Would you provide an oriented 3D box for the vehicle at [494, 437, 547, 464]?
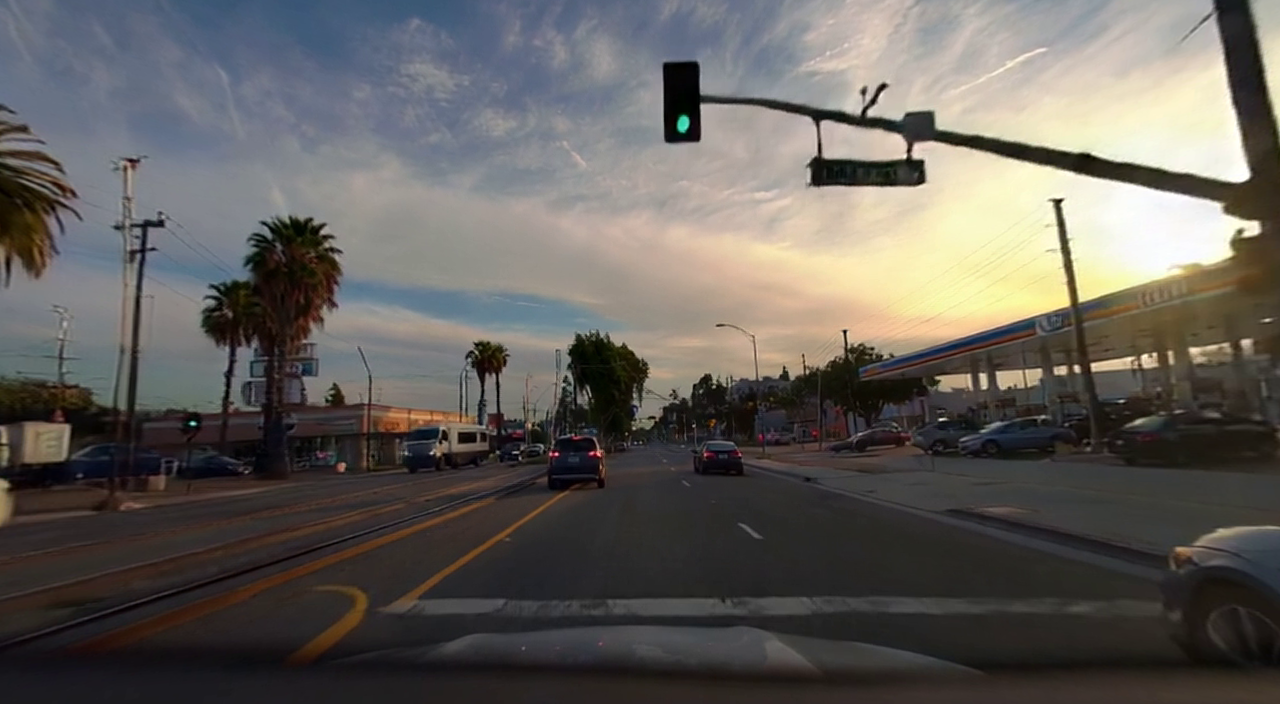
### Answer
[{"bbox_3d":[-8.696,7.254,46.387,2.169,1.853,4.853,-2,-9,10],"label":"vehicle"}]

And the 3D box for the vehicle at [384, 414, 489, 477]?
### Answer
[{"bbox_3d":[-10.814,5.093,34.677,2.662,2.995,8.344,0,-8,2],"label":"vehicle"}]

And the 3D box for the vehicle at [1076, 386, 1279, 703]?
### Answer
[{"bbox_3d":[3.448,0.699,1.359,1.987,1.474,4.198,-1,-9,0],"label":"vehicle"}]

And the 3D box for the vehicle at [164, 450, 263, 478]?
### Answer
[{"bbox_3d":[-30.067,7.911,44.672,5.349,1.859,2.259,-1,-10,0],"label":"vehicle"}]

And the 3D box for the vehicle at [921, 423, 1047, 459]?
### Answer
[{"bbox_3d":[14.627,3.827,27.031,4.293,1.438,1.773,-1,-9,1],"label":"vehicle"}]

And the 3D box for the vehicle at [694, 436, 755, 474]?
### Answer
[{"bbox_3d":[3.458,4.307,26.564,1.889,1.448,4.262,0,-9,-1],"label":"vehicle"}]

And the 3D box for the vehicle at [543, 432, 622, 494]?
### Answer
[{"bbox_3d":[-1.659,3.181,18.338,2.021,1.550,4.090,0,-9,-5],"label":"vehicle"}]

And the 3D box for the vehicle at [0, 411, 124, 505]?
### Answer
[{"bbox_3d":[-24.019,3.929,23.340,2.791,3.271,7.924,-1,-9,3],"label":"vehicle"}]
